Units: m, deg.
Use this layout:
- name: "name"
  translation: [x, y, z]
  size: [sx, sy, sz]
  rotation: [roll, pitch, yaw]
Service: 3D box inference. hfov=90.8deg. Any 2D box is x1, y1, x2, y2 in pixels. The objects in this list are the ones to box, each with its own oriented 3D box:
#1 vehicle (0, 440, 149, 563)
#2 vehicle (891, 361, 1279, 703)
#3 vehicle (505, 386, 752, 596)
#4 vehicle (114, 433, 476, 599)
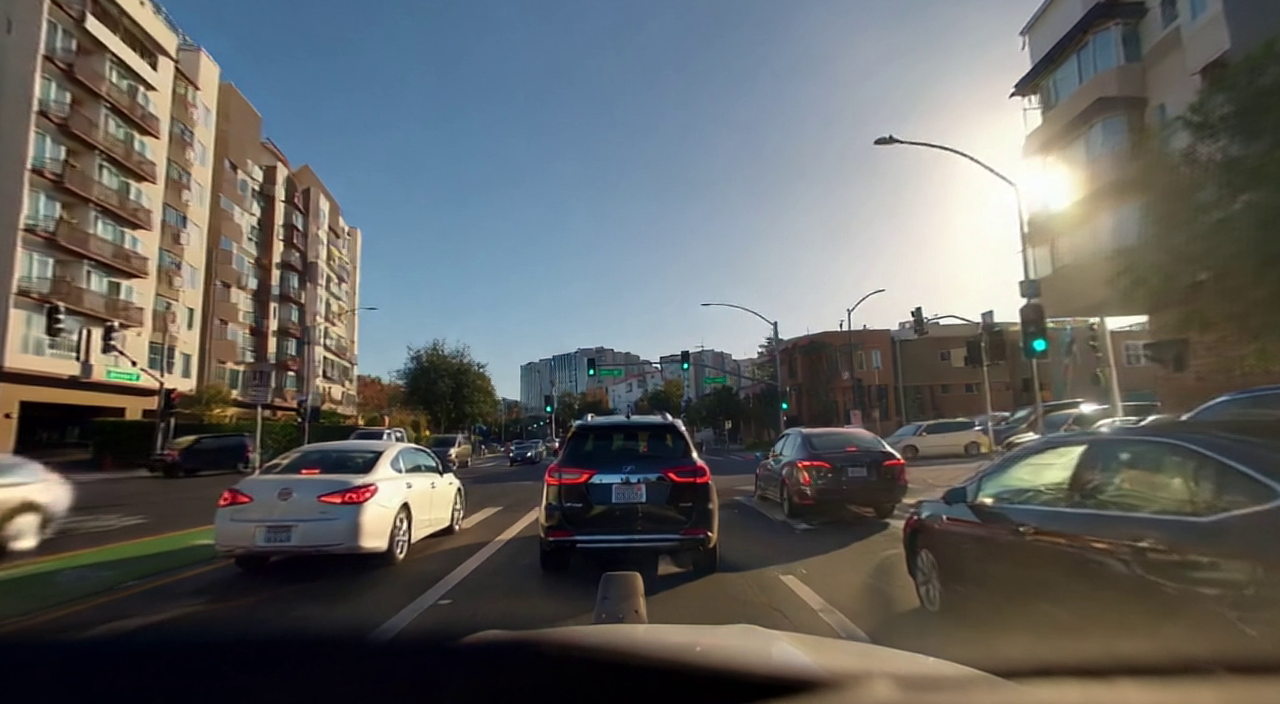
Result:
- name: "vehicle"
  translation: [-8.810, 1.874, 8.012]
  size: [1.927, 1.489, 4.084]
  rotation: [0, -8, -2]
- name: "vehicle"
  translation: [3.177, 1.006, 3.374]
  size: [1.906, 1.608, 4.137]
  rotation: [0, -8, -1]
- name: "vehicle"
  translation: [-0.123, 1.620, 8.399]
  size: [2.206, 1.858, 5.332]
  rotation: [0, -8, 0]
- name: "vehicle"
  translation: [-3.780, 1.845, 8.208]
  size: [2.055, 1.488, 4.733]
  rotation: [0, -8, 0]
